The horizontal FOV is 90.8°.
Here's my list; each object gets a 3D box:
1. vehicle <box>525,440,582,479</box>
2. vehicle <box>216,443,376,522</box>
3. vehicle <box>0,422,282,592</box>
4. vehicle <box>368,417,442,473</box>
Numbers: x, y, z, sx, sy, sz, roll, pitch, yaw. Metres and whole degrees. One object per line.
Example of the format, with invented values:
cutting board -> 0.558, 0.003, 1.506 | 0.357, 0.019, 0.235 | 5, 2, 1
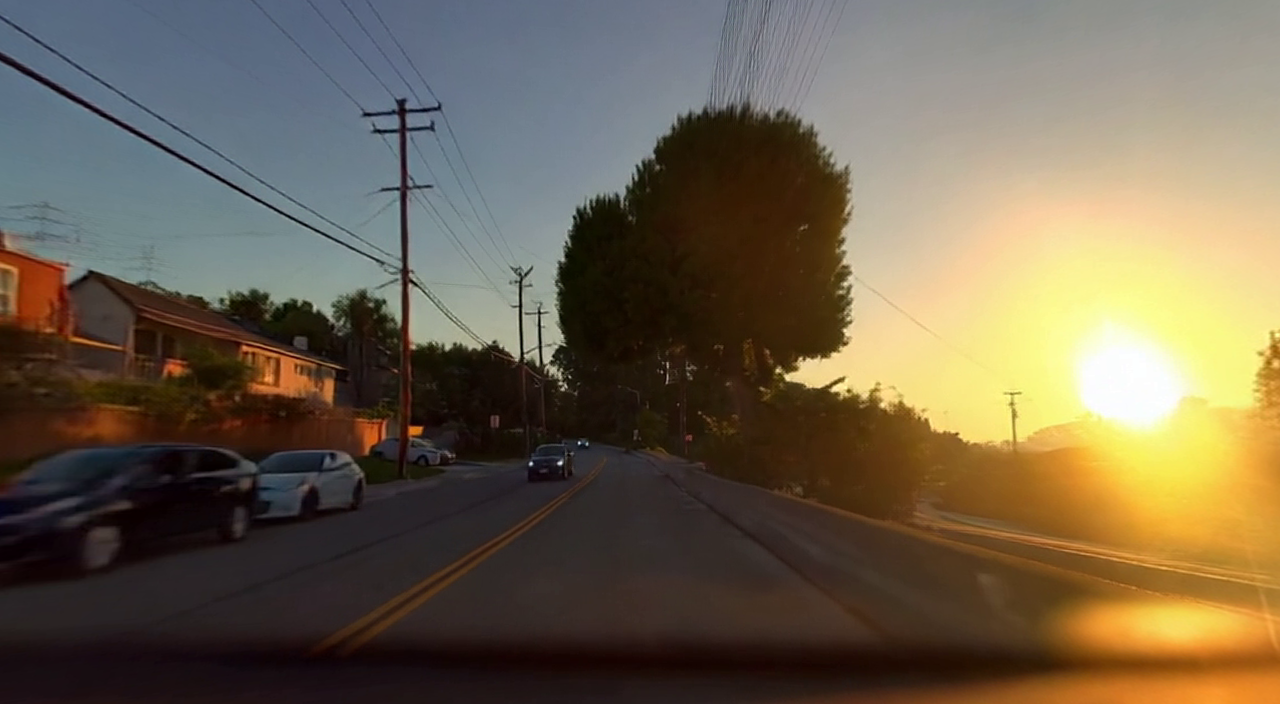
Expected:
vehicle -> -4.022, 5.078, 30.103 | 2.103, 1.690, 4.508 | 0, -9, 0
vehicle -> -7.570, 2.880, 14.310 | 1.744, 1.538, 3.331 | 1, -10, -2
vehicle -> -7.201, 1.929, 8.641 | 1.920, 1.681, 4.490 | 1, -10, 0
vehicle -> -11.978, 4.830, 32.741 | 2.451, 2.641, 5.869 | 2, -9, -10
